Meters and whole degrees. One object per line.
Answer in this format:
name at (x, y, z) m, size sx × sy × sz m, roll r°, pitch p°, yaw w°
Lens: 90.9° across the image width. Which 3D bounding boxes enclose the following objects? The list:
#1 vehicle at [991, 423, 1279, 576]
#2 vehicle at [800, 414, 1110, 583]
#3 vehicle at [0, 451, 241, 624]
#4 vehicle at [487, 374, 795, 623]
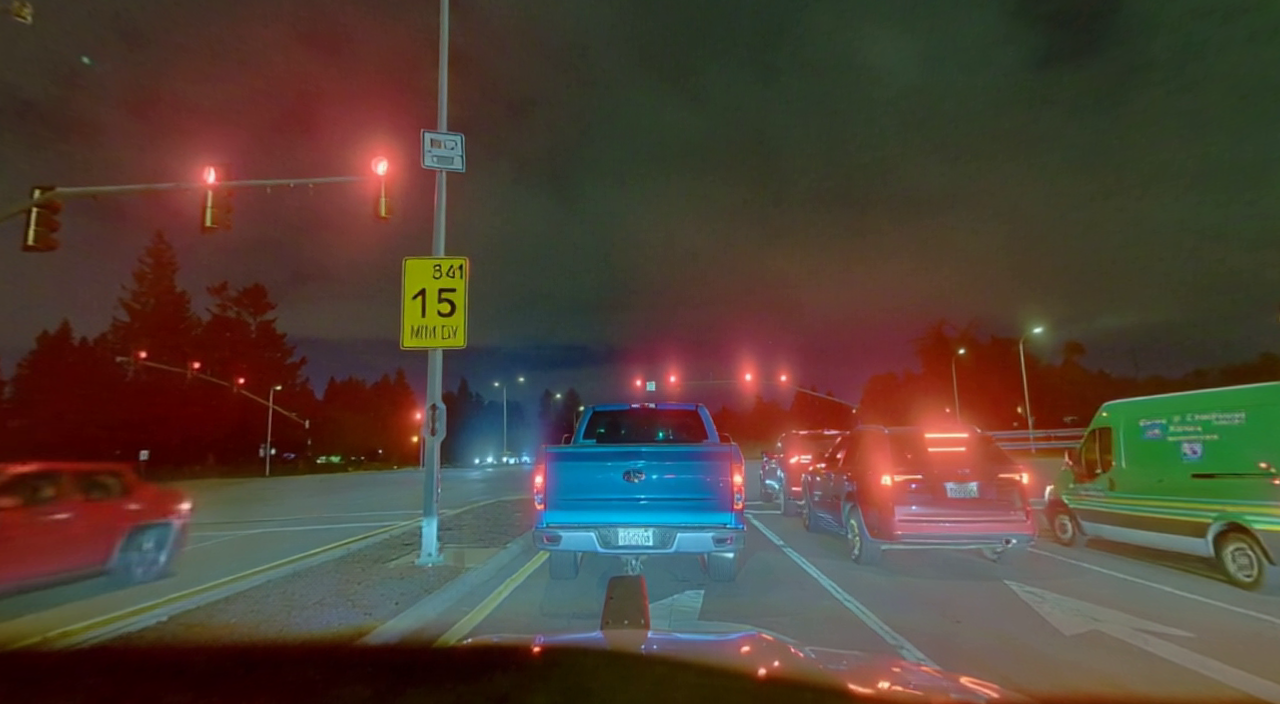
vehicle at (6.837, 1.739, 8.284) m, size 1.973 × 1.470 × 4.228 m, roll 0°, pitch -8°, yaw -1°
vehicle at (3.572, 1.716, 8.181) m, size 1.981 × 1.616 × 4.006 m, roll 0°, pitch -8°, yaw 1°
vehicle at (-7.334, 1.960, 7.132) m, size 2.410 × 1.596 × 4.931 m, roll 0°, pitch -8°, yaw 0°
vehicle at (0.044, 1.472, 7.343) m, size 2.326 × 1.880 × 4.964 m, roll 0°, pitch -8°, yaw 1°
